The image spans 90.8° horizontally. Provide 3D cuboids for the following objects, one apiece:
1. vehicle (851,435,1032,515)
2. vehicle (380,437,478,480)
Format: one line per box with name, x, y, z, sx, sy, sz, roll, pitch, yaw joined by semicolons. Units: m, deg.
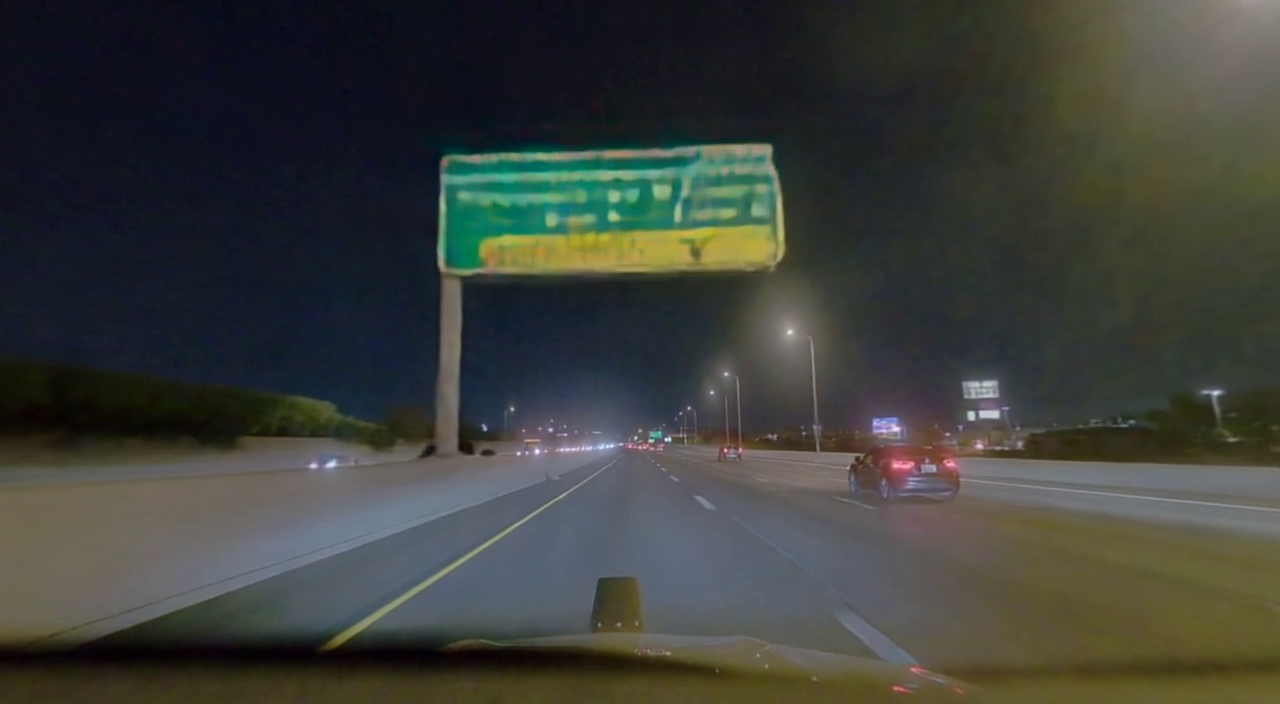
vehicle;6.760;2.789;14.904;1.901;1.548;4.684;0;-9;-1
vehicle;-10.067;5.138;30.876;2.604;1.870;6.191;0;-9;0
